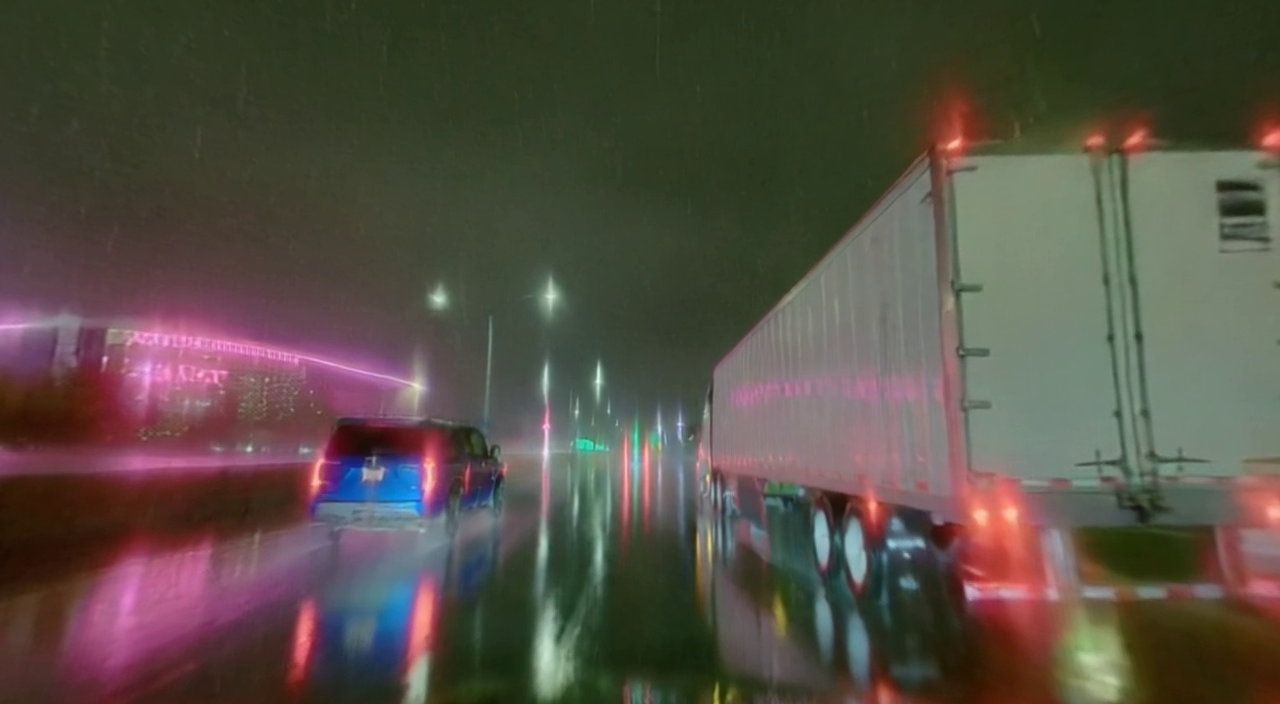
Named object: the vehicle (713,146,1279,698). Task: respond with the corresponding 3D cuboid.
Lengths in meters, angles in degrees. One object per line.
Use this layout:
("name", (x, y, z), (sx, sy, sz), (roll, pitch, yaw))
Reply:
("vehicle", (3.289, 1.138, 9.278), (2.934, 3.325, 10.986), (0, -9, -1))

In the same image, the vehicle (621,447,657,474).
("vehicle", (-0.064, 6.004, 35.335), (1.929, 1.395, 3.999), (0, -9, 0))

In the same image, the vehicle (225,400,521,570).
("vehicle", (-3.309, 1.783, 9.192), (2.229, 1.806, 4.698), (0, -9, 0))
